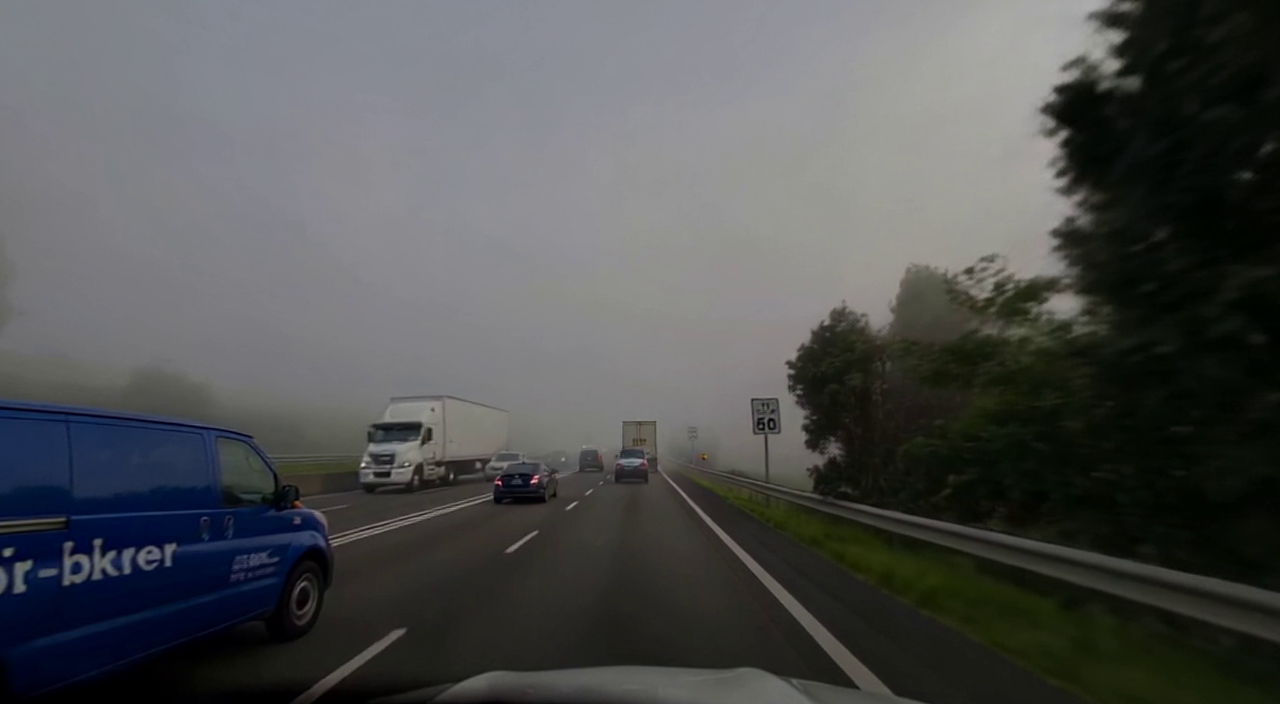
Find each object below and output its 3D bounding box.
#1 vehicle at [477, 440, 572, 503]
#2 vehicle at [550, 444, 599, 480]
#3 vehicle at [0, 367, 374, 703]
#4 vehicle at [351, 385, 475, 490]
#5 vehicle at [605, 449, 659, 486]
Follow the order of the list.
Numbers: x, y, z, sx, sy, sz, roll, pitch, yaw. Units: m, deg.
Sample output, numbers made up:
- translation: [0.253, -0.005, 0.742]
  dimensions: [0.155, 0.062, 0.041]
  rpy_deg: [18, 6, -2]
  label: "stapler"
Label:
- translation: [-3.212, 3.402, 18.382]
  dimensions: [1.937, 1.600, 4.141]
  rpy_deg: [0, -9, 1]
  label: "vehicle"
- translation: [-3.176, 5.428, 31.441]
  dimensions: [1.994, 1.663, 4.047]
  rpy_deg: [0, -9, 0]
  label: "vehicle"
- translation: [-3.339, 1.035, 3.064]
  dimensions: [2.117, 1.688, 4.582]
  rpy_deg: [0, -9, -1]
  label: "vehicle"
- translation: [-9.900, 3.900, 28.483]
  dimensions: [3.178, 4.169, 6.323]
  rpy_deg: [0, -9, 0]
  label: "vehicle"
- translation: [-0.323, 4.781, 26.500]
  dimensions: [2.095, 1.393, 3.908]
  rpy_deg: [0, -9, -1]
  label: "vehicle"
